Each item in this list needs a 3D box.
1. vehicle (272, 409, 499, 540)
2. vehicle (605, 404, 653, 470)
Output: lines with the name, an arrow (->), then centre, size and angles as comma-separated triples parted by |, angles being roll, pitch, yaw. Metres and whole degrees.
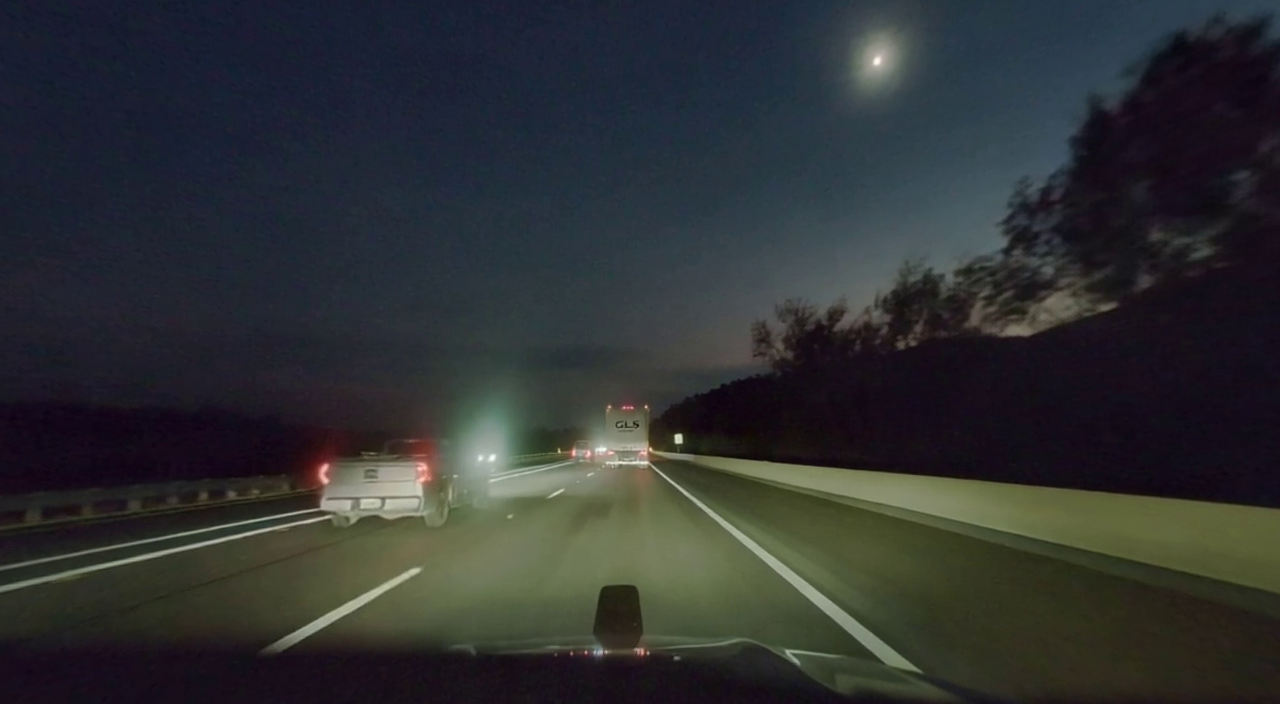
vehicle -> -4.386, 2.229, 12.023 | 2.226, 1.935, 5.130 | 0, -9, -1
vehicle -> -0.725, 5.915, 43.296 | 2.923, 4.007, 9.760 | 0, -9, -1
